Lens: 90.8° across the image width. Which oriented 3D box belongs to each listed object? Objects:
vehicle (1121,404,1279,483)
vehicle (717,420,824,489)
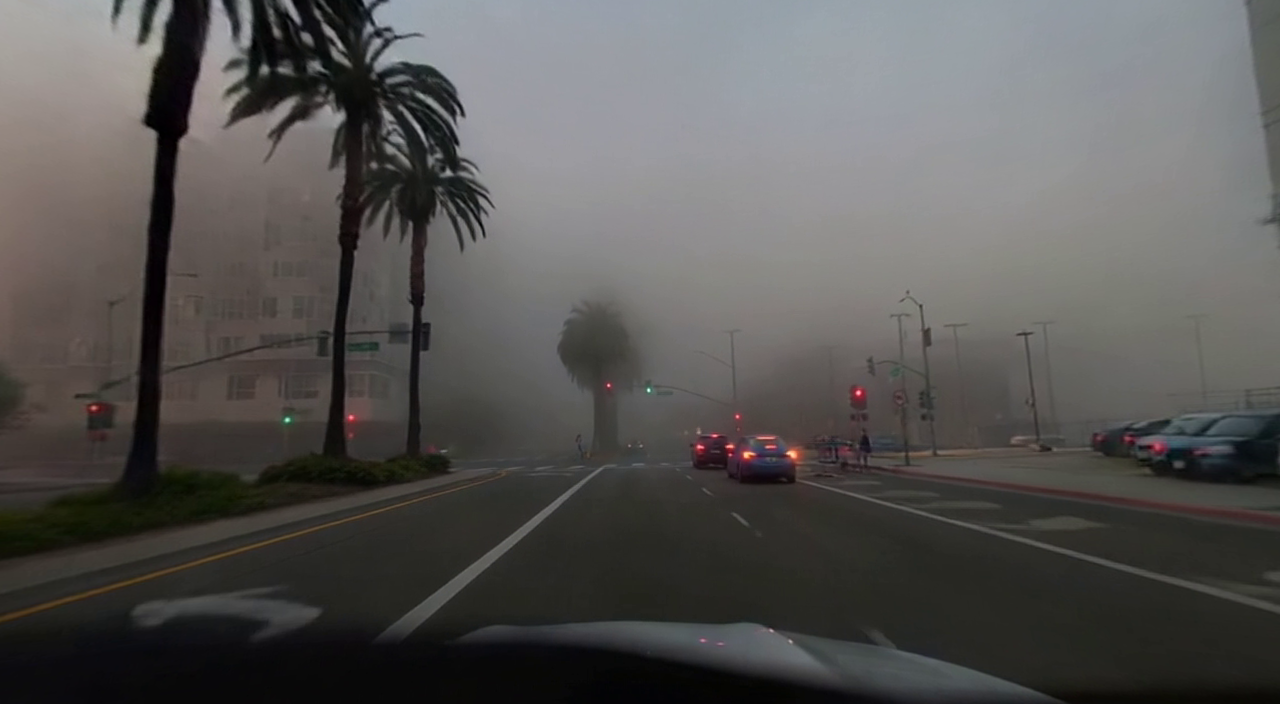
[{"bbox_3d":[15.468,2.355,16.262,4.503,1.878,2.011,0,-9,-2],"label":"vehicle"},{"bbox_3d":[3.657,2.997,18.755,2.060,1.756,4.770,0,-8,-1],"label":"vehicle"}]
